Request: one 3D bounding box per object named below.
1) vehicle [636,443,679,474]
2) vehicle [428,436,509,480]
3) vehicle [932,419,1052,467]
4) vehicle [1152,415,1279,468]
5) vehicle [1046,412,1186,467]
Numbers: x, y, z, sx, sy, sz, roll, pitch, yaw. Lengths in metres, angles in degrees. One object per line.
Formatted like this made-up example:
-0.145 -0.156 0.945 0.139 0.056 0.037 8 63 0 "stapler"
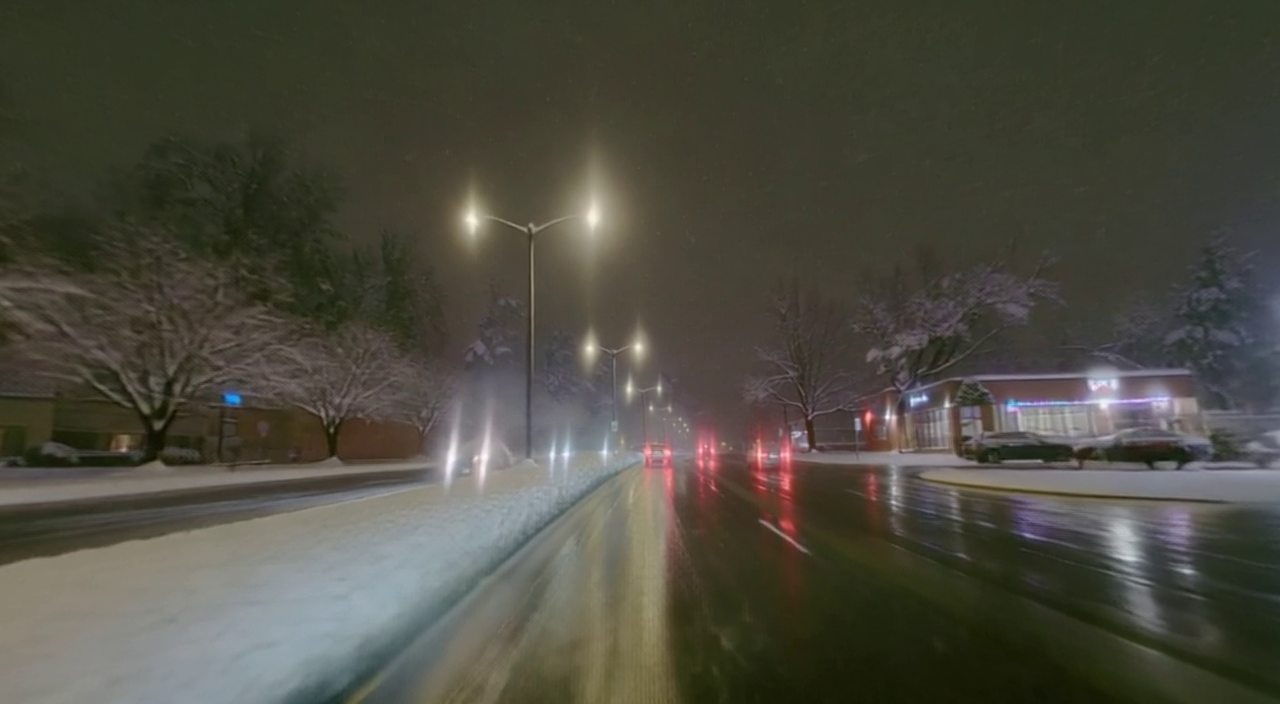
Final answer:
0.913 5.456 32.539 2.095 1.456 3.873 0 -8 2 "vehicle"
-7.348 4.598 27.601 2.102 1.735 4.491 -1 -8 3 "vehicle"
21.273 5.521 38.313 5.953 2.747 2.389 1 -8 -8 "vehicle"
37.174 5.700 40.368 6.680 3.180 2.793 1 -8 -8 "vehicle"
29.117 5.393 38.803 6.569 3.235 2.798 1 -9 -8 "vehicle"
